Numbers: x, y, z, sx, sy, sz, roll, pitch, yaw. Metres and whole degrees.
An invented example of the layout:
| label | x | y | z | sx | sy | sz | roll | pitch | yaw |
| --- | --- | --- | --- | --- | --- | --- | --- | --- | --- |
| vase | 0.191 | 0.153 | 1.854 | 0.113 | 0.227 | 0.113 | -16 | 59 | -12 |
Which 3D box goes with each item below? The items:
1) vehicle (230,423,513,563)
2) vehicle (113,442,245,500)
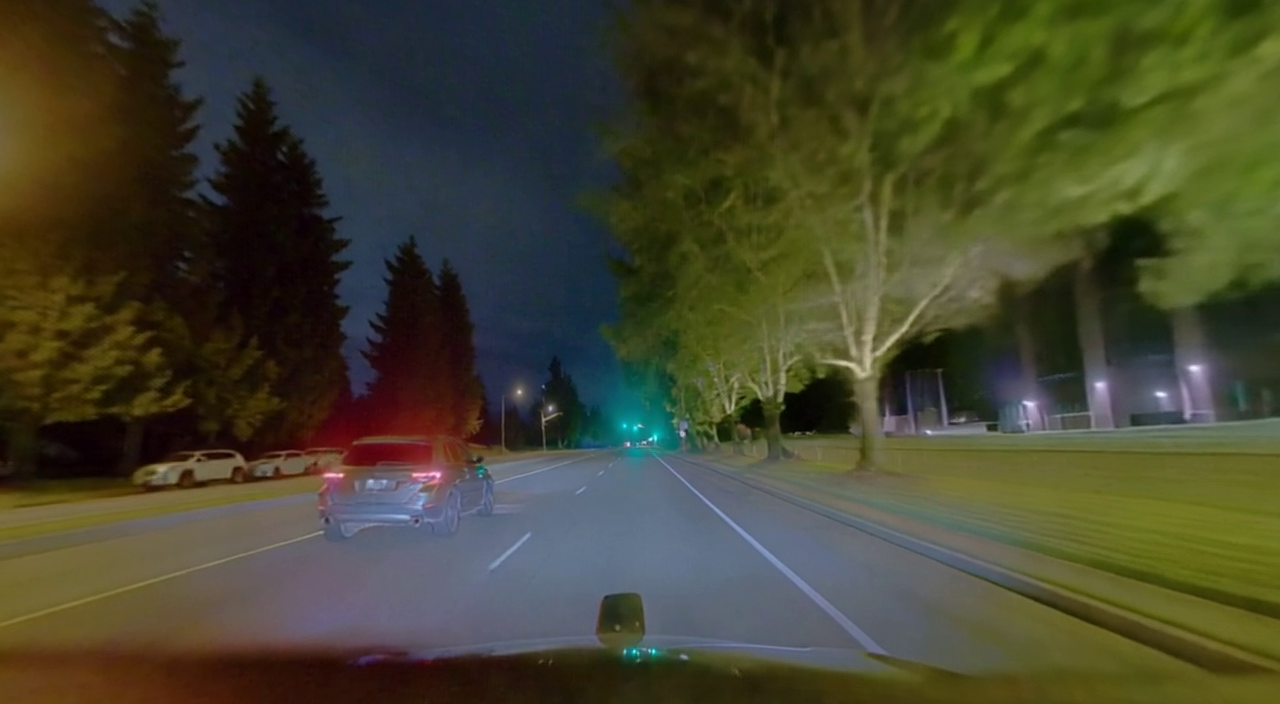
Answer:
| label | x | y | z | sx | sy | sz | roll | pitch | yaw |
| --- | --- | --- | --- | --- | --- | --- | --- | --- | --- |
| vehicle | -3.387 | 1.878 | 9.286 | 2.020 | 1.478 | 4.890 | 0 | -8 | 0 |
| vehicle | -17.660 | 4.509 | 24.505 | 1.996 | 1.675 | 4.437 | -4 | -6 | -3 |
